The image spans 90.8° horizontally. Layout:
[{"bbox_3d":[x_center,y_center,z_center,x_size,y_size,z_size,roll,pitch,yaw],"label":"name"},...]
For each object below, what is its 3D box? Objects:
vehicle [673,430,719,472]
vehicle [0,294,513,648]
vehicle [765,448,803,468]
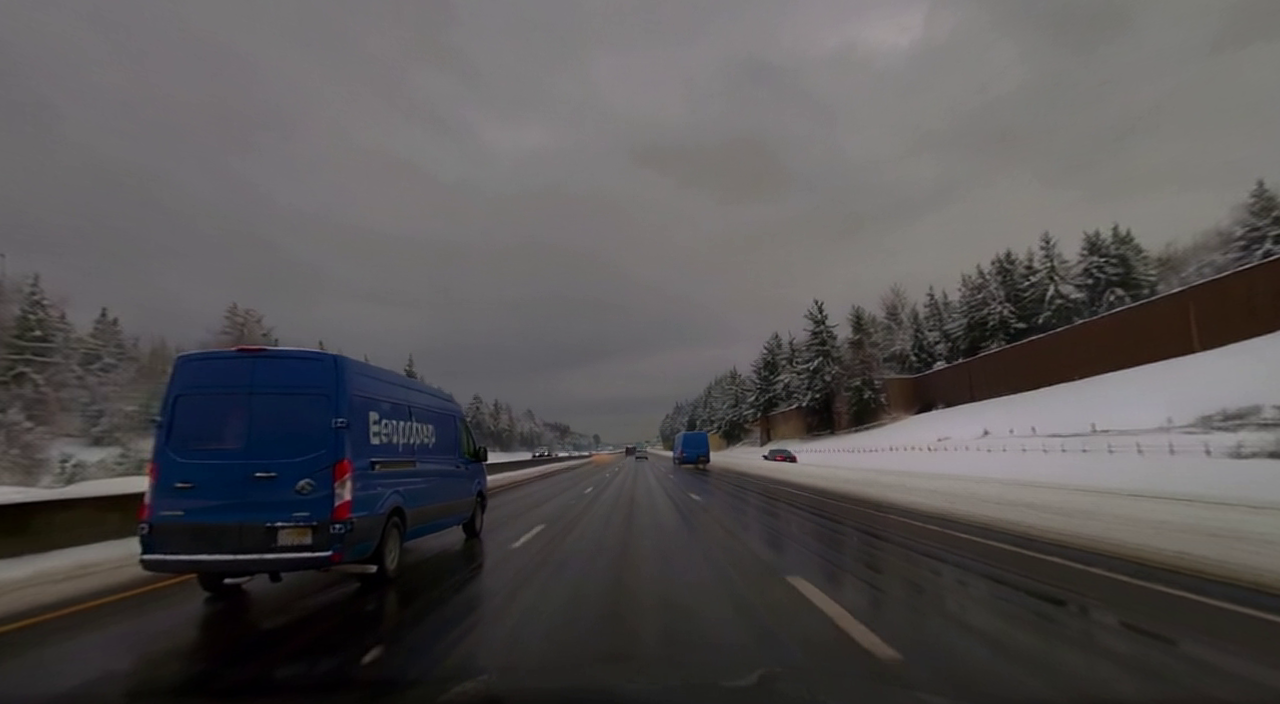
[{"bbox_3d":[3.591,6.569,41.726,2.373,2.561,5.922,0,-9,-1],"label":"vehicle"},{"bbox_3d":[-3.435,1.304,7.688,2.409,2.523,6.275,0,-9,0],"label":"vehicle"},{"bbox_3d":[11.130,8.183,48.871,1.870,1.497,3.886,0,-9,-2],"label":"vehicle"}]
